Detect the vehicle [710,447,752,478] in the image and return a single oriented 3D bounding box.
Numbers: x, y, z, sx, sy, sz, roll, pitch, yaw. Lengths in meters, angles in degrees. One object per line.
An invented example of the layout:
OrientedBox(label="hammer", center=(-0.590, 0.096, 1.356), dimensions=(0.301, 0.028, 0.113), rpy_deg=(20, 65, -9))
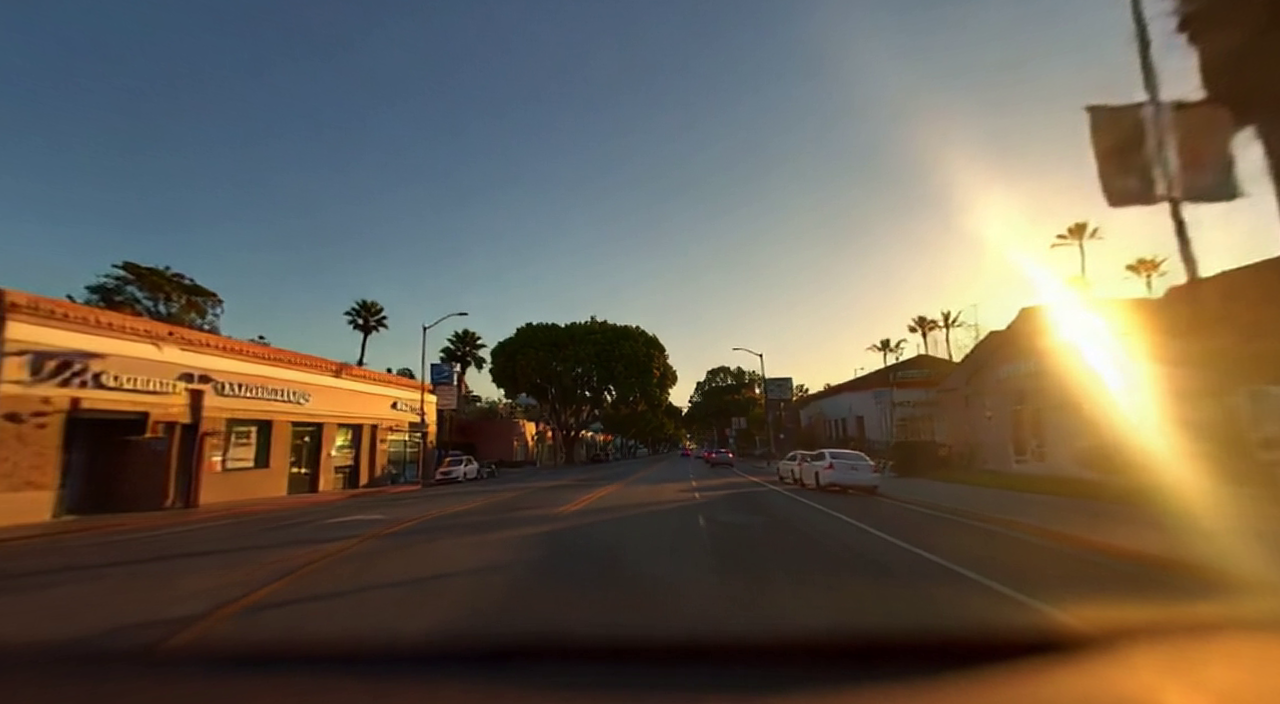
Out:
OrientedBox(label="vehicle", center=(4.799, 5.861, 33.860), dimensions=(2.067, 1.477, 4.653), rpy_deg=(-1, -9, 6))

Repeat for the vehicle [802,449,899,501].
OrientedBox(label="vehicle", center=(6.845, 4.002, 21.024), dimensions=(1.834, 1.504, 4.331), rpy_deg=(0, -9, 2))

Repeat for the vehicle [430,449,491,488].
OrientedBox(label="vehicle", center=(-10.932, 7.093, 38.898), dimensions=(1.949, 2.026, 5.141), rpy_deg=(1, -8, 2))
